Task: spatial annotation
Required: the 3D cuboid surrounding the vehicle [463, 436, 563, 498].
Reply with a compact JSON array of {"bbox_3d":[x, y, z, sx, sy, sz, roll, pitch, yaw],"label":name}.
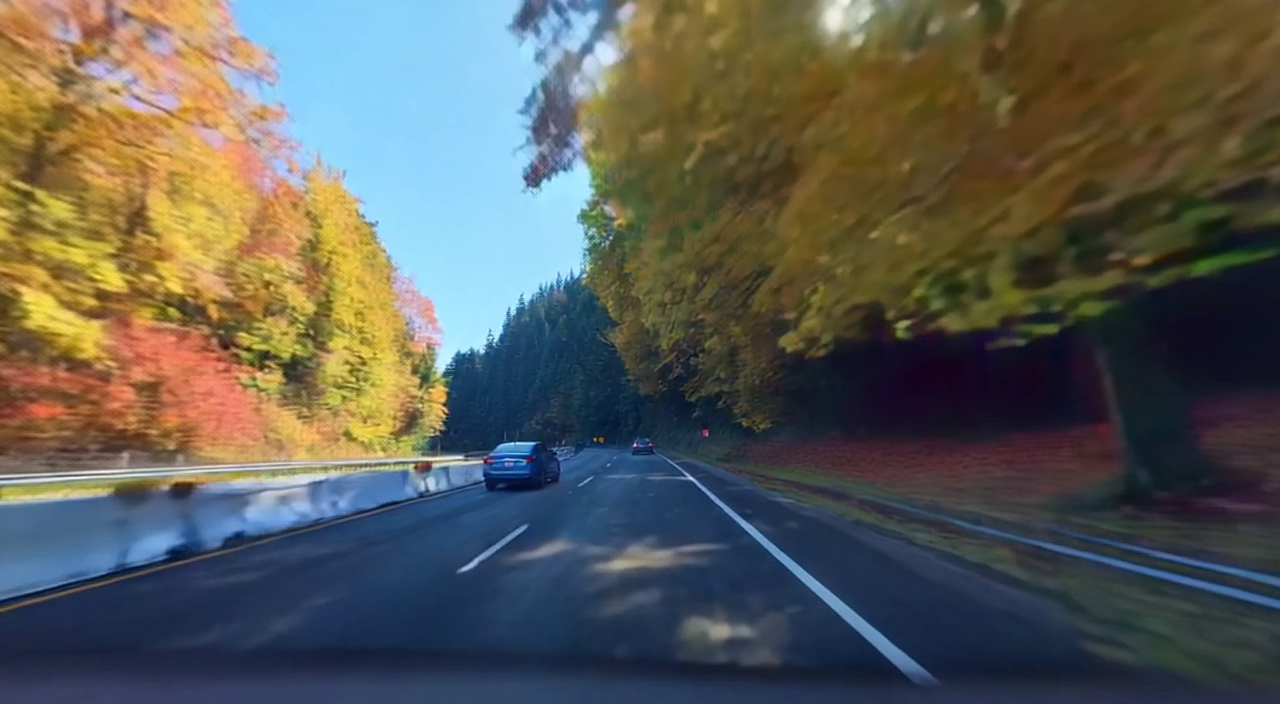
[{"bbox_3d":[-3.374,3.136,17.532,1.902,1.505,4.016,0,-8,1],"label":"vehicle"}]
